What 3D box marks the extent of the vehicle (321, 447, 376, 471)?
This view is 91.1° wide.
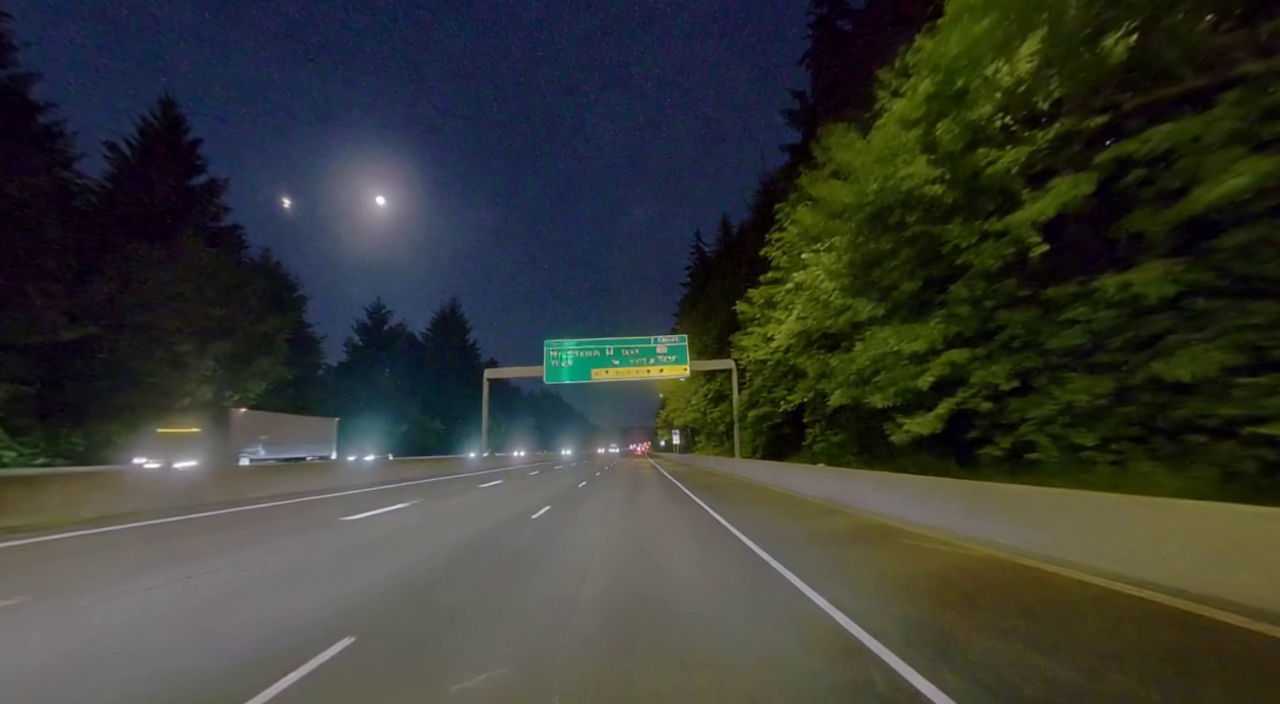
[{"bbox_3d":[-20.291,7.457,43.987,1.872,1.573,4.165,0,-9,0],"label":"vehicle"}]

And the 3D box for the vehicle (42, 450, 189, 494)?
[{"bbox_3d":[-20.208,4.604,24.540,1.815,1.487,4.560,0,-9,0],"label":"vehicle"}]

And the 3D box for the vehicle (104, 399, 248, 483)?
[{"bbox_3d":[-24.286,4.766,33.383,2.911,4.004,5.906,-1,-9,0],"label":"vehicle"}]
